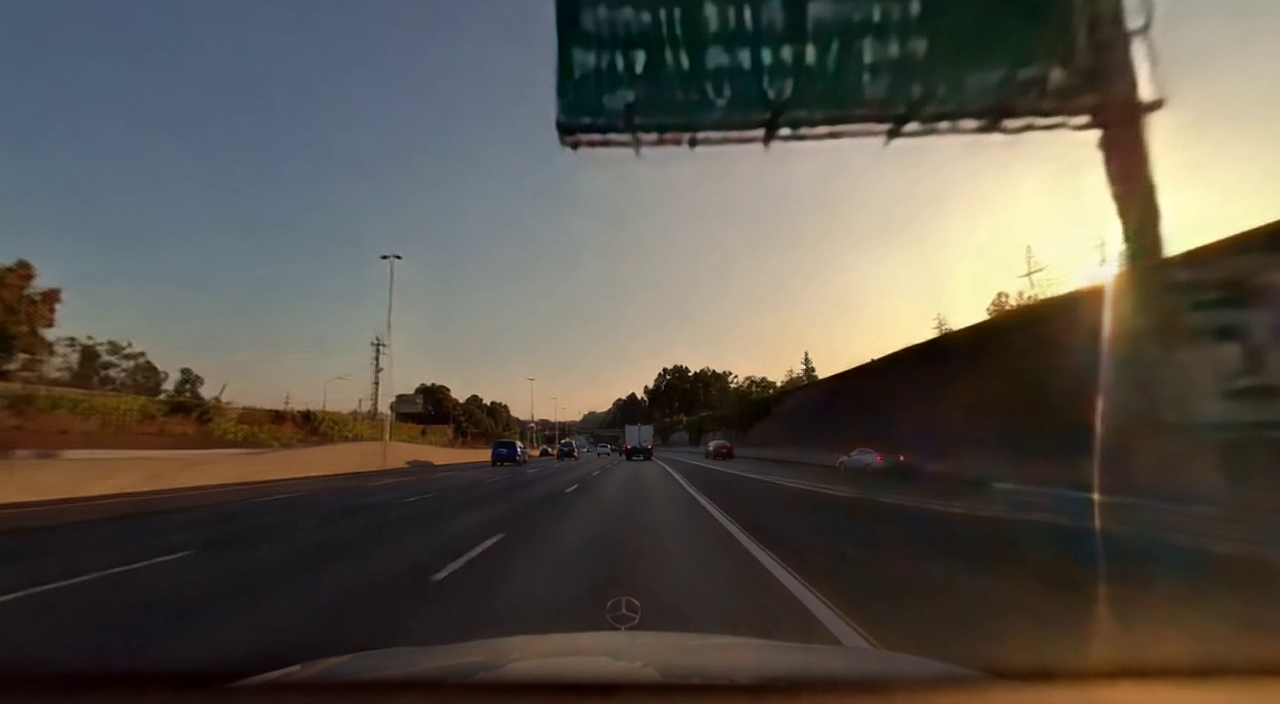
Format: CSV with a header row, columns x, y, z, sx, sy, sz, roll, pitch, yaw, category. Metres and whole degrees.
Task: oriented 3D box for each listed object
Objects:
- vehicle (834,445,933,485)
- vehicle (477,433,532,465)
x,y,z,sx,sy,sz,roll,pitch,yaw,category
10.288,4.786,27.038,2.075,1.510,4.569,1,-9,-6,vehicle
-9.823,7.110,46.363,2.571,2.169,6.443,0,-9,1,vehicle
